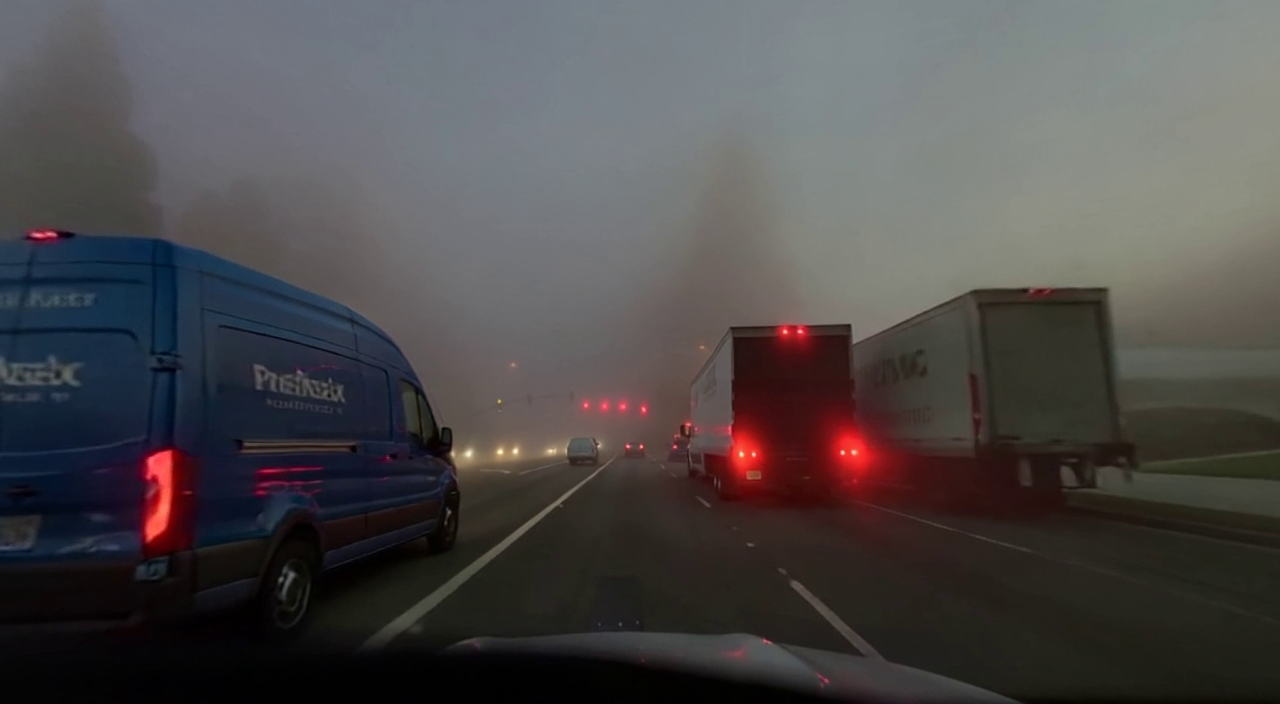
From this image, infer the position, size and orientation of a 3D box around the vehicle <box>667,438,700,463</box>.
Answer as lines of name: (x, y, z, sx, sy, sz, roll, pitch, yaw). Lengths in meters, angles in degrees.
vehicle: (2.909, 6.698, 43.038, 1.869, 1.616, 4.346, 0, -9, 0)

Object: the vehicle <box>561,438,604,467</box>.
vehicle: (-3.701, 6.579, 41.579, 2.356, 1.766, 5.674, 0, -9, 0)

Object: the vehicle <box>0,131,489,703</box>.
vehicle: (-3.509, 0.849, 5.945, 2.443, 2.784, 6.493, 0, -9, 1)

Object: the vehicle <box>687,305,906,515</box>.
vehicle: (2.966, 1.692, 15.536, 2.861, 3.525, 9.858, 0, -9, 0)

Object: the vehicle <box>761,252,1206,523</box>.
vehicle: (6.872, 1.801, 18.211, 2.941, 4.060, 16.879, -4, -9, -1)
